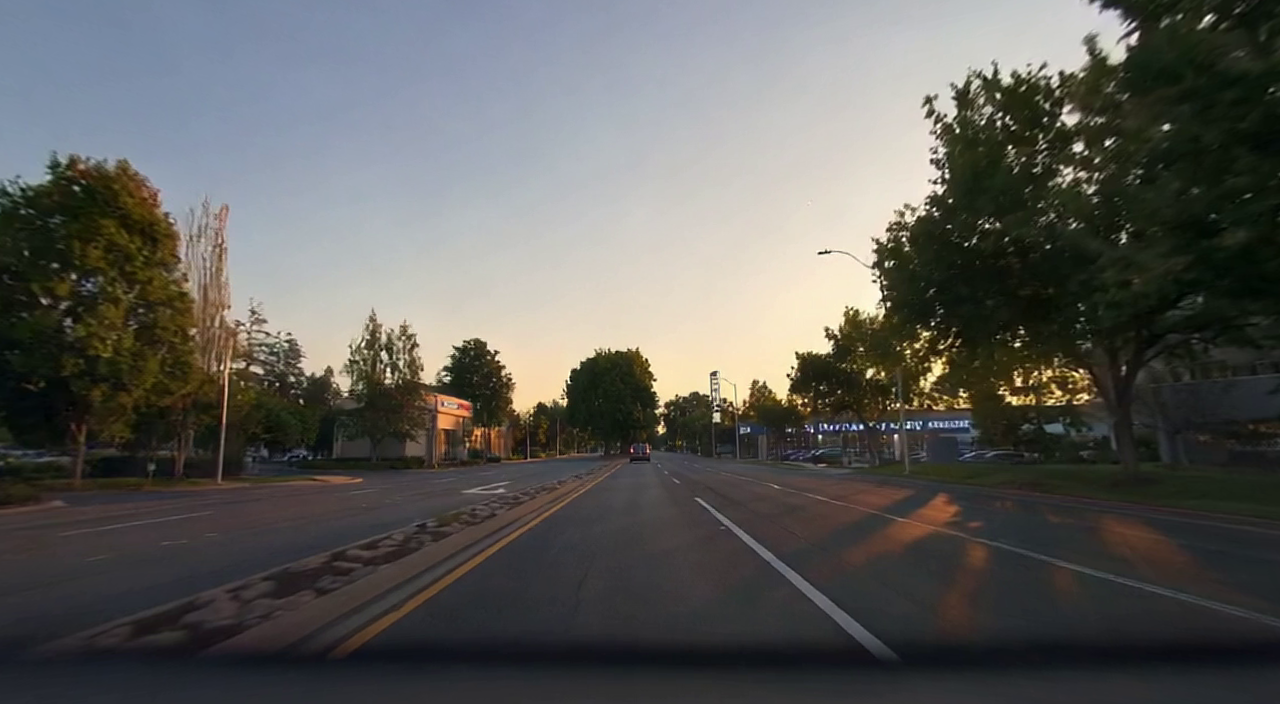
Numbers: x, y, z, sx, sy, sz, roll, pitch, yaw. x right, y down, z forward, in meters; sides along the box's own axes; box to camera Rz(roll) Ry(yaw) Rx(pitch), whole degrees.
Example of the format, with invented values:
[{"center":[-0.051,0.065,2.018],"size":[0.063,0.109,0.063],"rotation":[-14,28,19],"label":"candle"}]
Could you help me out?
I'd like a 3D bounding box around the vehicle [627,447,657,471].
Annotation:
[{"center":[0.158,7.852,46.726],"size":[2.095,1.647,4.205],"rotation":[0,-8,0],"label":"vehicle"}]
